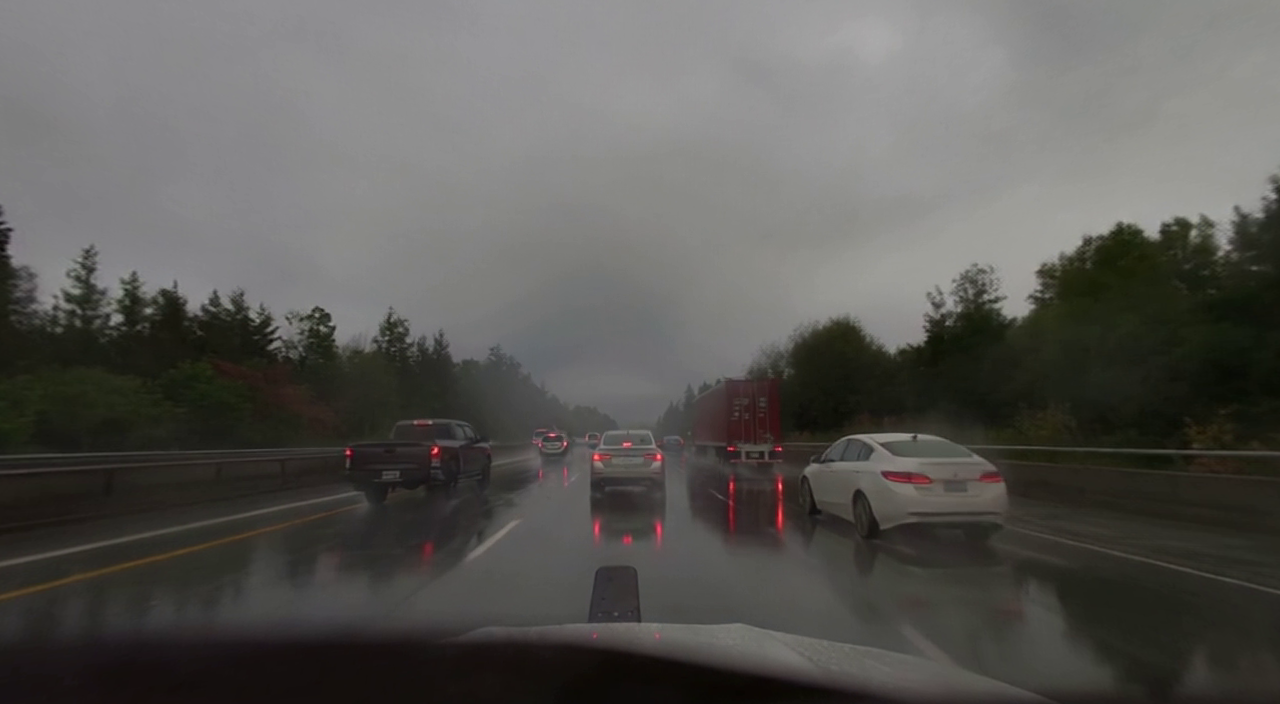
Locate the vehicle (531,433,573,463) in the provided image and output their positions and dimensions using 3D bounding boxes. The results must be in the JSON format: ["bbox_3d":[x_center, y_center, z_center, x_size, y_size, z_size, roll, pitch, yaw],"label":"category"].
[{"bbox_3d":[-5.169,5.689,37.542,1.971,1.648,3.983,0,-8,-1],"label":"vehicle"}]

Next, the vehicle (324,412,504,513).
[{"bbox_3d":[-4.515,2.274,13.531,2.101,1.767,4.702,0,-8,0],"label":"vehicle"}]

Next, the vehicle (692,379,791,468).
[{"bbox_3d":[5.286,4.260,36.311,2.888,4.135,14.071,0,-8,-2],"label":"vehicle"}]

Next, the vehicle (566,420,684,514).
[{"bbox_3d":[-0.293,2.296,13.076,2.083,1.647,3.799,0,-8,-1],"label":"vehicle"}]

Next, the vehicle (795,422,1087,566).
[{"bbox_3d":[3.634,1.754,8.597,1.951,1.477,3.963,0,-8,-1],"label":"vehicle"}]
